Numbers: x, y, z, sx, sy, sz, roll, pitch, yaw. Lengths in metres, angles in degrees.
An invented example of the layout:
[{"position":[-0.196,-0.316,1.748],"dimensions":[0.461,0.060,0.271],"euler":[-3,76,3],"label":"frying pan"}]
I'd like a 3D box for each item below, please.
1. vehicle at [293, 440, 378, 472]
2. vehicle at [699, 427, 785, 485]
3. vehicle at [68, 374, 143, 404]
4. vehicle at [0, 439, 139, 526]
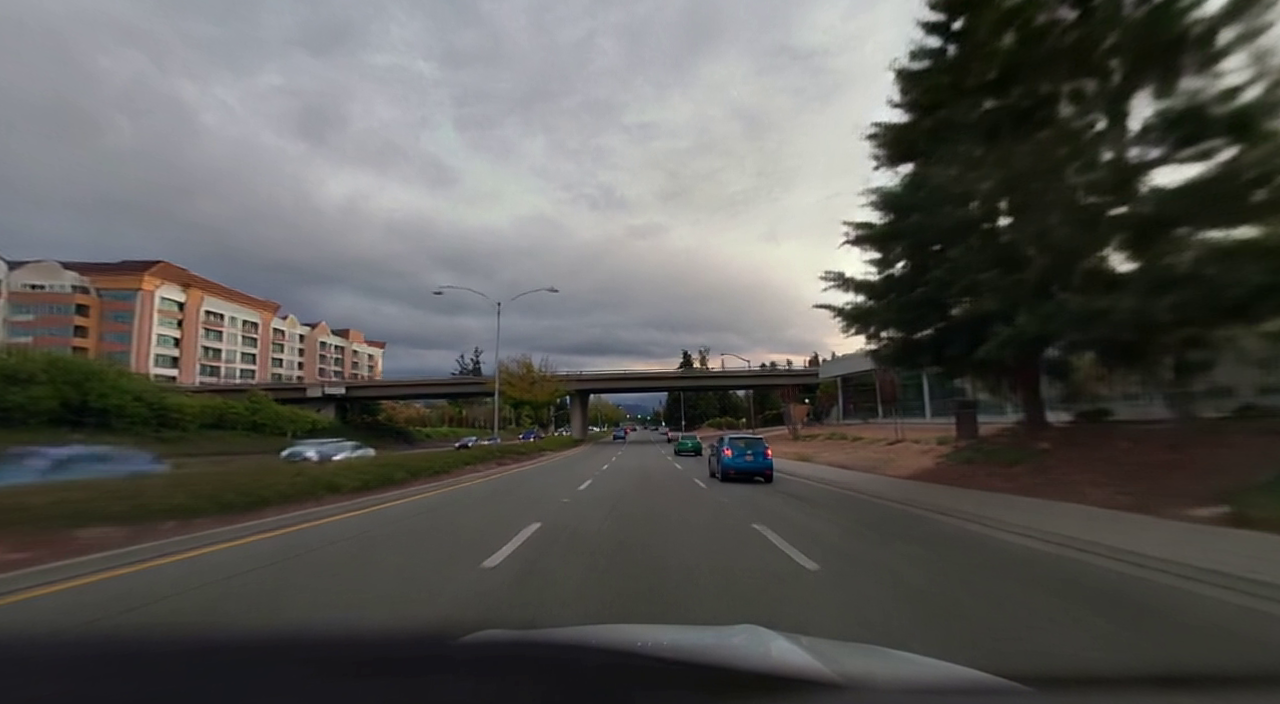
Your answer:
[{"position":[-15.438,5.276,32.267],"dimensions":[1.906,1.509,4.772],"euler":[0,-9,1],"label":"vehicle"},{"position":[3.265,3.448,21.077],"dimensions":[2.110,1.712,4.489],"euler":[0,-9,0],"label":"vehicle"},{"position":[-41.844,2.909,49.347],"dimensions":[4.034,1.787,2.001],"euler":[-3,-14,5],"label":"vehicle"},{"position":[-12.163,2.372,11.581],"dimensions":[1.961,1.512,4.747],"euler":[0,-9,0],"label":"vehicle"}]
